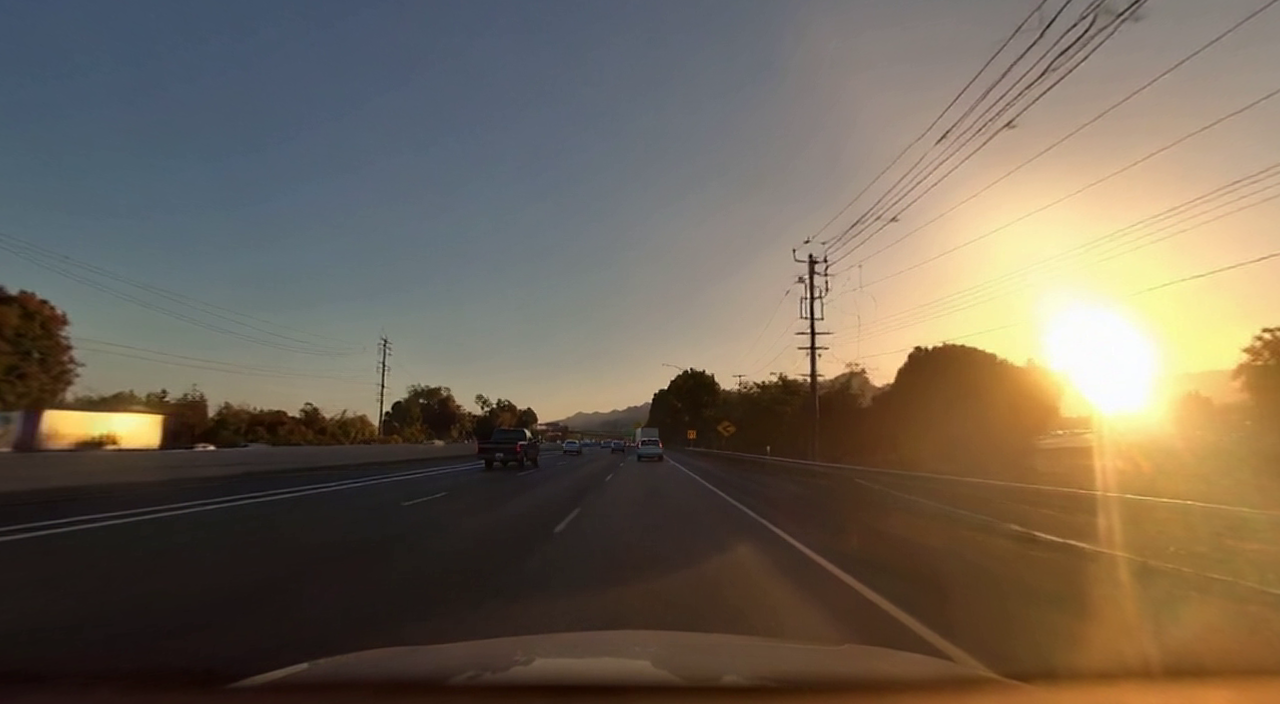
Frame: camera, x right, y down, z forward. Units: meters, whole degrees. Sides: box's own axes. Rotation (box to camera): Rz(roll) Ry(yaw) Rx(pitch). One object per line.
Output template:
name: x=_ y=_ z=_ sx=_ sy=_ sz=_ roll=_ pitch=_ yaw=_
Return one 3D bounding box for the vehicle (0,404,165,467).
vehicle: x=-43.274 y=6.333 z=47.212 sx=2.888 sy=4.056 sz=15.771 roll=0 pitch=-8 yaw=1

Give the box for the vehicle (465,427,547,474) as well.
vehicle: x=-6.243 y=4.693 z=30.362 sx=2.460 sy=1.992 sz=6.474 roll=0 pitch=-8 yaw=1

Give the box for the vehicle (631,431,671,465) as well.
vehicle: x=0.664 y=6.146 z=40.578 sx=2.448 sy=2.025 sz=5.193 roll=0 pitch=-8 yaw=0
